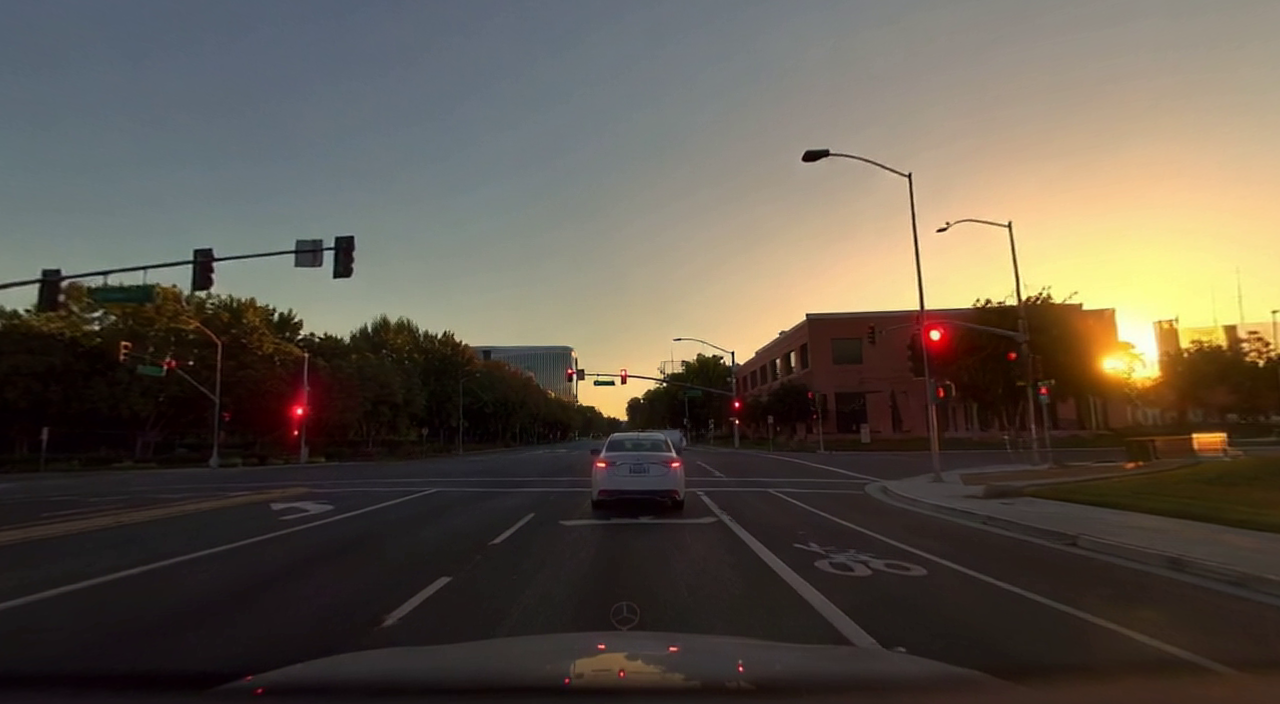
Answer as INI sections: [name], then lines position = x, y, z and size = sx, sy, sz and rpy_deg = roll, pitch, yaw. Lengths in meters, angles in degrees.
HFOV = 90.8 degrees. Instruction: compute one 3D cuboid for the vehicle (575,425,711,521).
[vehicle]
position = 0.010, 2.178, 11.835
size = 2.107, 1.470, 3.974
rpy_deg = 0, -9, -1
